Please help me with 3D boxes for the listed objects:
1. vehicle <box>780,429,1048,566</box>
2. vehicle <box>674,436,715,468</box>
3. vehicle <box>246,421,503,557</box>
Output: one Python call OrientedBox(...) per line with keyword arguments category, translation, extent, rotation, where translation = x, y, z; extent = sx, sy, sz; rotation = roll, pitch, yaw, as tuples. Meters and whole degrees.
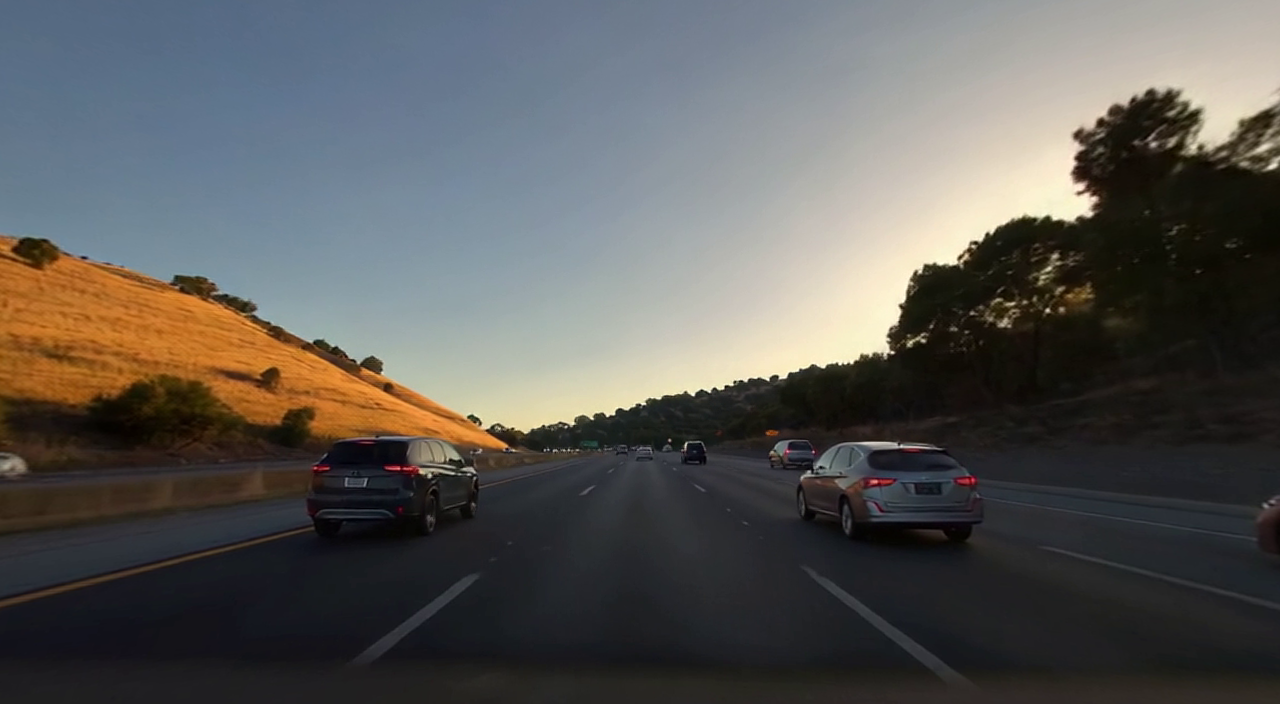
OrientedBox(category="vehicle", translation=(3.489, 1.919, 9.115), extent=(1.941, 1.481, 4.300), rotation=(0, -9, 0))
OrientedBox(category="vehicle", translation=(3.459, 6.484, 40.980), extent=(2.121, 1.925, 5.056), rotation=(0, -9, -1))
OrientedBox(category="vehicle", translation=(-3.810, 2.053, 10.155), extent=(2.166, 1.672, 4.388), rotation=(0, -9, 1))
